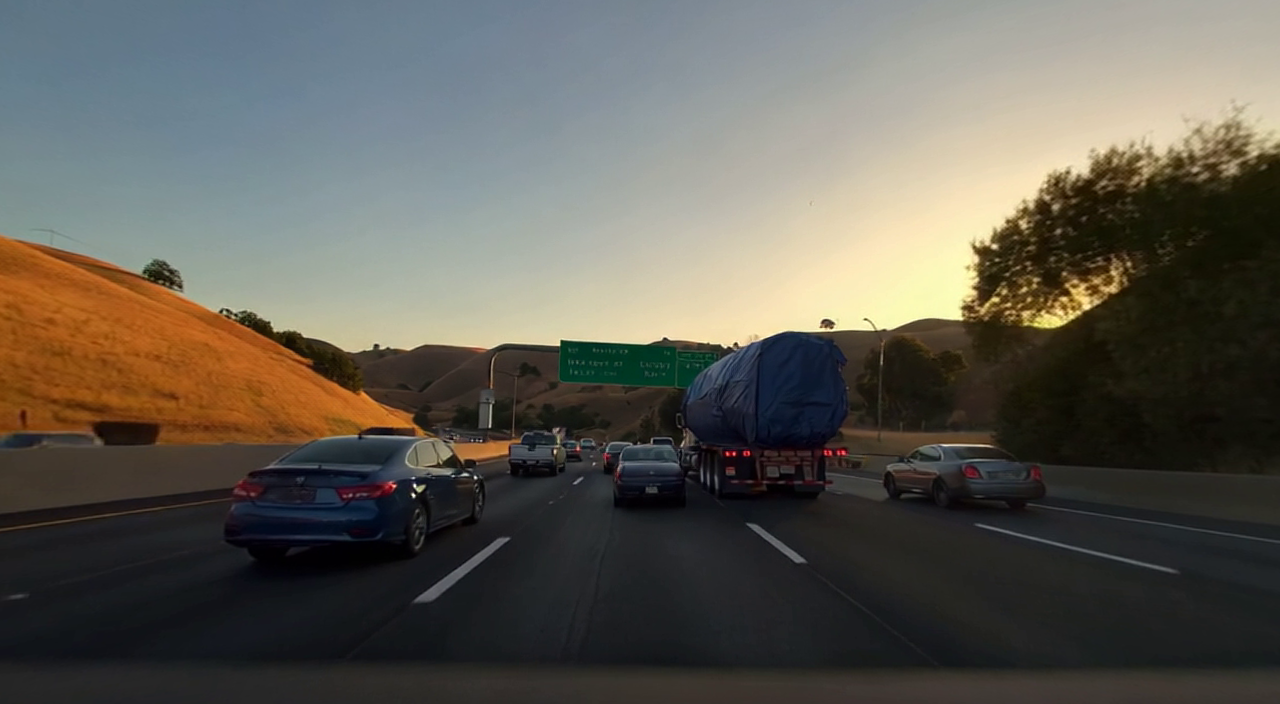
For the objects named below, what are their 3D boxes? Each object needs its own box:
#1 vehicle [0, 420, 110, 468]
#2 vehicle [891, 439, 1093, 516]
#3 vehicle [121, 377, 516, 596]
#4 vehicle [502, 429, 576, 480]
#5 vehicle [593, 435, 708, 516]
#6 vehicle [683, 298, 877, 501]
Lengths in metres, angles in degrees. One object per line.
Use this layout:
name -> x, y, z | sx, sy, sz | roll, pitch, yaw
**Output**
vehicle -> -22.124, 3.322, 22.687 | 1.953, 1.555, 4.995 | 0, -8, -3
vehicle -> 7.743, 2.762, 14.480 | 2.092, 1.495, 4.194 | 0, -8, -2
vehicle -> -3.334, 1.557, 8.256 | 2.318, 1.902, 5.374 | 0, -8, 0
vehicle -> -3.895, 4.063, 25.302 | 2.348, 1.821, 5.061 | 0, -8, -2
vehicle -> 0.144, 2.573, 13.645 | 2.105, 1.471, 3.978 | 0, -8, -2
vehicle -> 3.170, 1.698, 18.186 | 2.759, 4.098, 10.906 | 0, -8, -2
